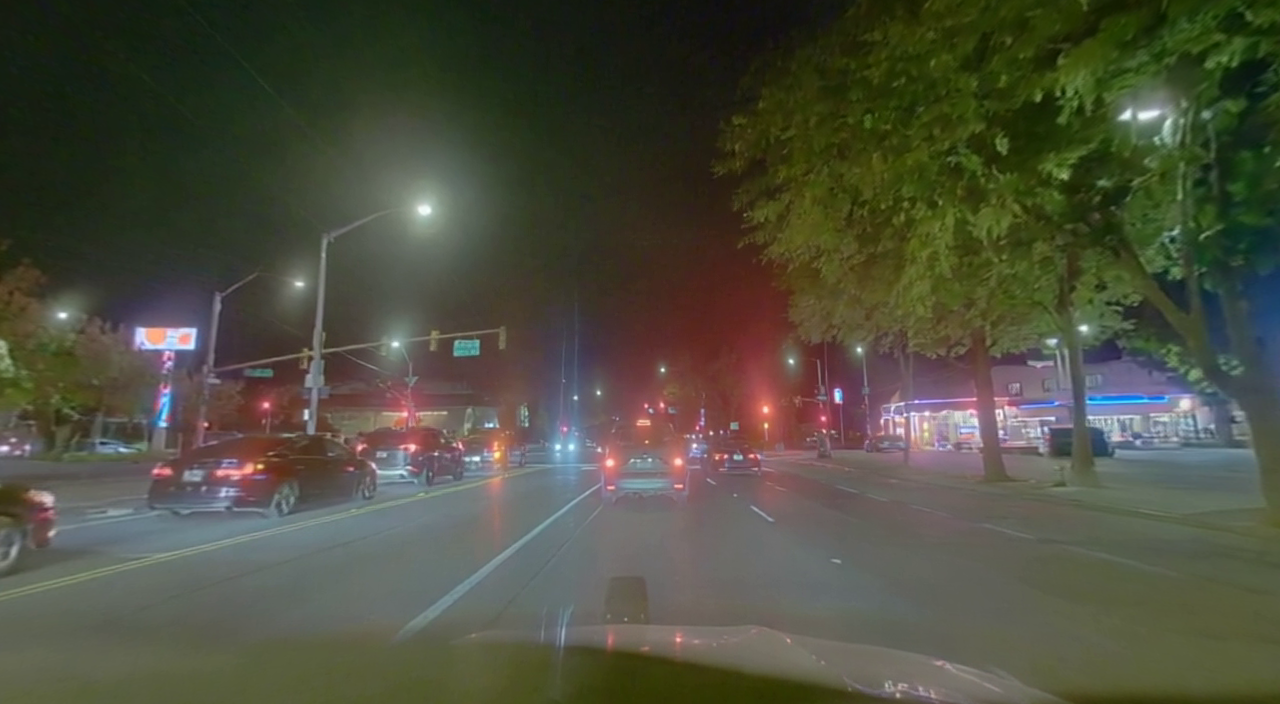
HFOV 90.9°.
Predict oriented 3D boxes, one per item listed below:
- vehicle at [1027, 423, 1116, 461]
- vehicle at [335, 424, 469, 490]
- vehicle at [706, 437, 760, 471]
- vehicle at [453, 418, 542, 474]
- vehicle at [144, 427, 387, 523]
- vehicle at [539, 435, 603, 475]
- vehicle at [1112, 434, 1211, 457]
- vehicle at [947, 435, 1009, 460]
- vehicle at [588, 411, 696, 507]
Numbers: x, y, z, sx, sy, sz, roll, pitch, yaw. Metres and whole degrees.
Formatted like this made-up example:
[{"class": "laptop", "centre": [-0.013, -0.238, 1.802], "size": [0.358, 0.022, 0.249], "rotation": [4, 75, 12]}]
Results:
[{"class": "vehicle", "centre": [20.198, 4.203, 29.467], "size": [4.156, 1.622, 1.924], "rotation": [6, -10, -34]}, {"class": "vehicle", "centre": [-6.633, 2.979, 18.201], "size": [1.941, 1.655, 4.503], "rotation": [0, -8, 2]}, {"class": "vehicle", "centre": [4.222, 4.702, 29.308], "size": [2.023, 1.441, 4.240], "rotation": [0, -8, 2]}, {"class": "vehicle", "centre": [-5.802, 3.933, 26.364], "size": [2.496, 2.112, 4.351], "rotation": [0, -8, 3]}, {"class": "vehicle", "centre": [-6.662, 2.215, 11.925], "size": [1.831, 1.451, 4.382], "rotation": [0, -8, 1]}, {"class": "vehicle", "centre": [-2.674, 4.136, 25.423], "size": [1.894, 1.461, 4.080], "rotation": [0, -8, 3]}, {"class": "vehicle", "centre": [30.440, 5.475, 36.867], "size": [4.176, 1.313, 1.719], "rotation": [0, -8, 3]}, {"class": "vehicle", "centre": [21.251, 5.990, 39.585], "size": [3.836, 1.443, 1.694], "rotation": [5, -10, -33]}, {"class": "vehicle", "centre": [0.065, 2.372, 14.274], "size": [2.064, 1.817, 4.298], "rotation": [0, -8, 1]}]
